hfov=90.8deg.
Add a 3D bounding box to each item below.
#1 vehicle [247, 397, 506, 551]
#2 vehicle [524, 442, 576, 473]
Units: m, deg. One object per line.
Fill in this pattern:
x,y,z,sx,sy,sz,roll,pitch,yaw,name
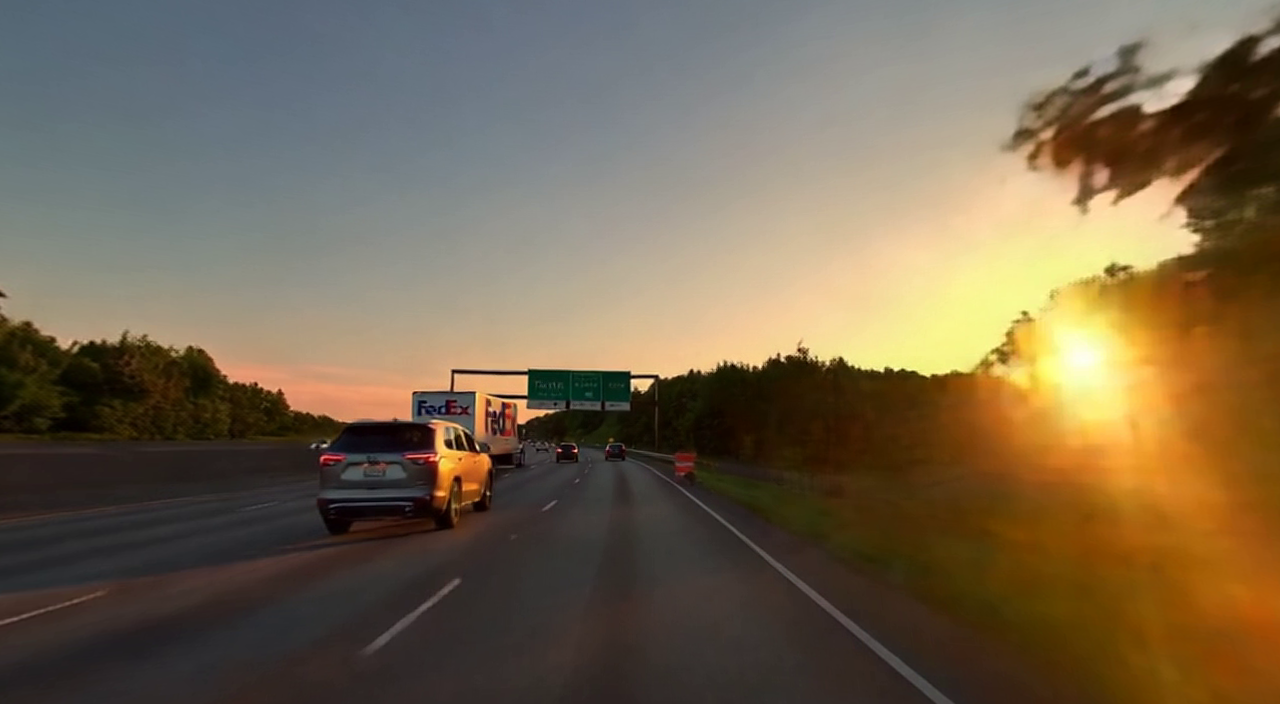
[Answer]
-3.750,1.846,10.178,2.170,1.886,4.628,0,-9,0,vehicle
-4.548,5.410,32.665,2.192,1.478,4.591,0,-9,-3,vehicle
